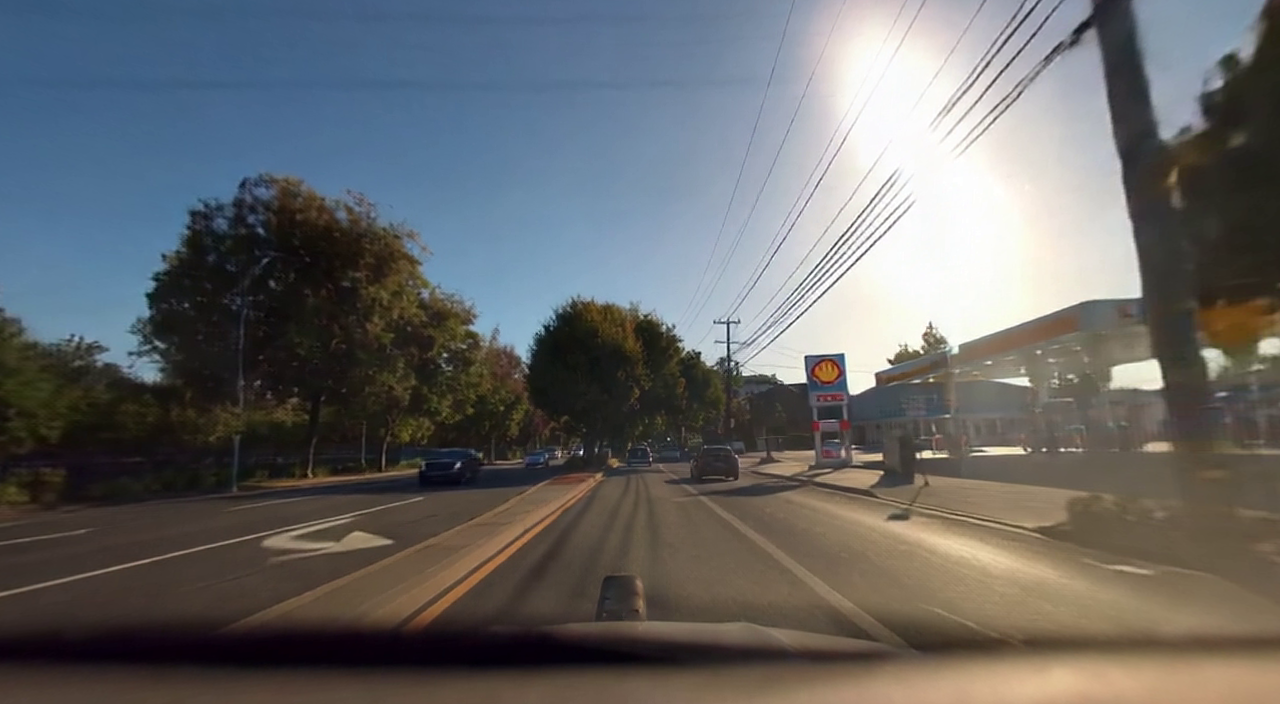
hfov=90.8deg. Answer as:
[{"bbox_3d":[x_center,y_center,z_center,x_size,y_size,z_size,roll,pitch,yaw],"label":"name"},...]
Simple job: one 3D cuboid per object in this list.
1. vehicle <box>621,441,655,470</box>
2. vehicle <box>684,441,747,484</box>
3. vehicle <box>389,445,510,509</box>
[{"bbox_3d":[-0.165,7.010,43.070,2.163,1.825,4.073,0,-8,-1],"label":"vehicle"},{"bbox_3d":[3.001,4.523,26.130,1.990,1.592,4.294,0,-8,-1],"label":"vehicle"},{"bbox_3d":[-5.007,3.327,17.365,2.032,1.487,4.413,0,-8,-1],"label":"vehicle"}]
